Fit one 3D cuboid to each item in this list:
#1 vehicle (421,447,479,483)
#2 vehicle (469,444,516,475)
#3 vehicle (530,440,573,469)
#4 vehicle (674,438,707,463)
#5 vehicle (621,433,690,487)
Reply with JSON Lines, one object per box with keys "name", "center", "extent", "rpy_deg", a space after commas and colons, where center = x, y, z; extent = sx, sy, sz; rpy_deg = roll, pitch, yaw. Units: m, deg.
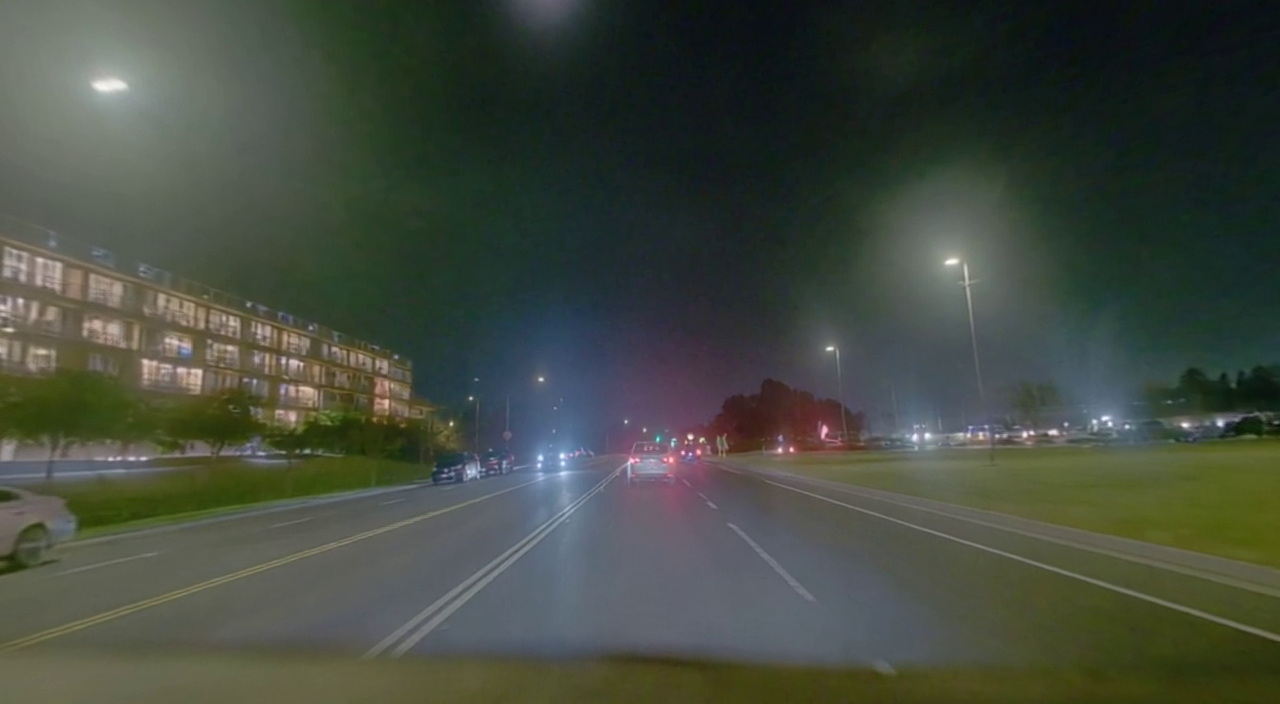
{"name": "vehicle", "center": [-10.126, 6.038, 33.901], "extent": [1.932, 1.607, 4.191], "rpy_deg": [-4, -8, -2]}
{"name": "vehicle", "center": [-10.011, 7.303, 43.085], "extent": [2.032, 1.833, 4.465], "rpy_deg": [-3, -8, 1]}
{"name": "vehicle", "center": [-5.828, 6.809, 42.097], "extent": [2.065, 1.838, 4.846], "rpy_deg": [-1, -8, 1]}
{"name": "vehicle", "center": [3.768, 7.399, 47.445], "extent": [2.000, 1.809, 4.405], "rpy_deg": [0, -8, -1]}
{"name": "vehicle", "center": [0.460, 3.608, 21.287], "extent": [2.132, 1.632, 3.838], "rpy_deg": [0, -8, 0]}
